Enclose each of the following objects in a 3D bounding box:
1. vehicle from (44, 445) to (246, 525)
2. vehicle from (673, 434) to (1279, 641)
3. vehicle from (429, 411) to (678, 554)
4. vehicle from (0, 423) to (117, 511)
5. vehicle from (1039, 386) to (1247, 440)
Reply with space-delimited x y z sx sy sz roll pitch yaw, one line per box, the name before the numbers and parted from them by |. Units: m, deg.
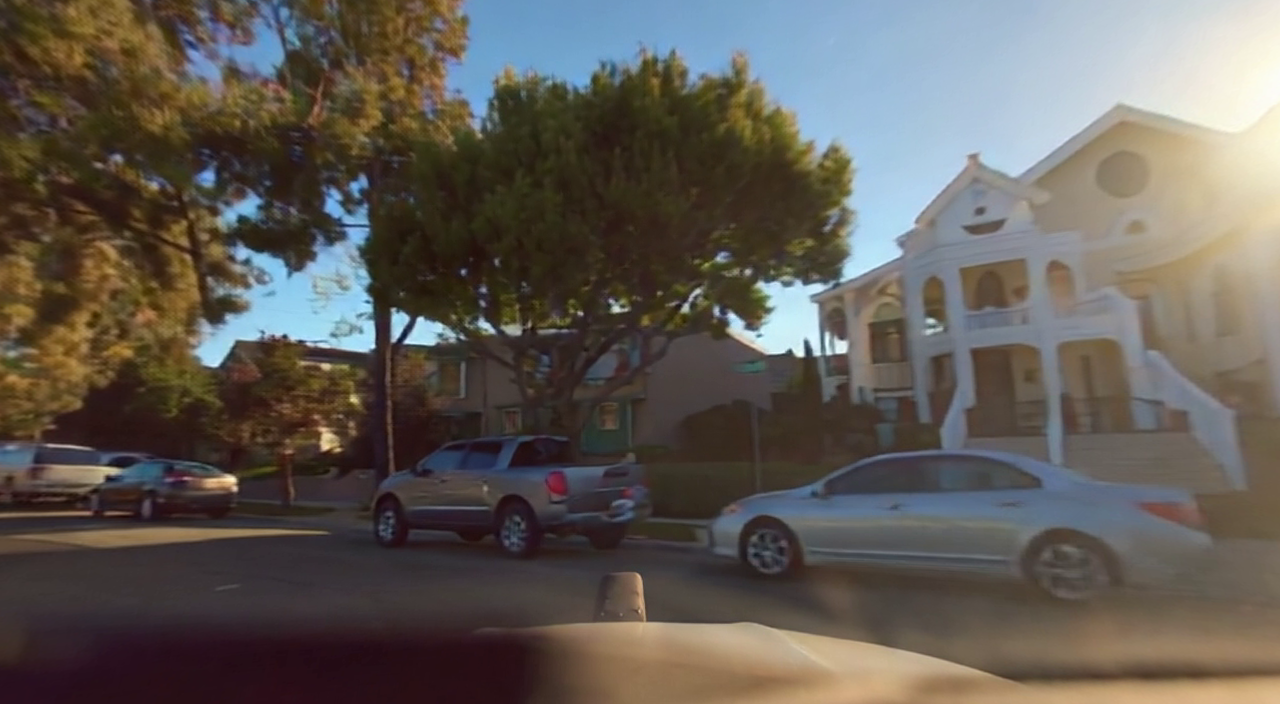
vehicle | -11.495 2.957 14.589 4.476 1.442 1.828 -2 -8 27
vehicle | 3.073 1.691 6.848 5.075 1.436 1.863 -2 -8 28
vehicle | -1.247 2.146 11.297 2.046 1.969 4.585 -5 -9 28
vehicle | -17.300 3.099 17.736 4.893 2.129 1.993 -2 -8 28
vehicle | 14.971 1.869 19.103 4.565 1.479 1.775 -2 -8 26
